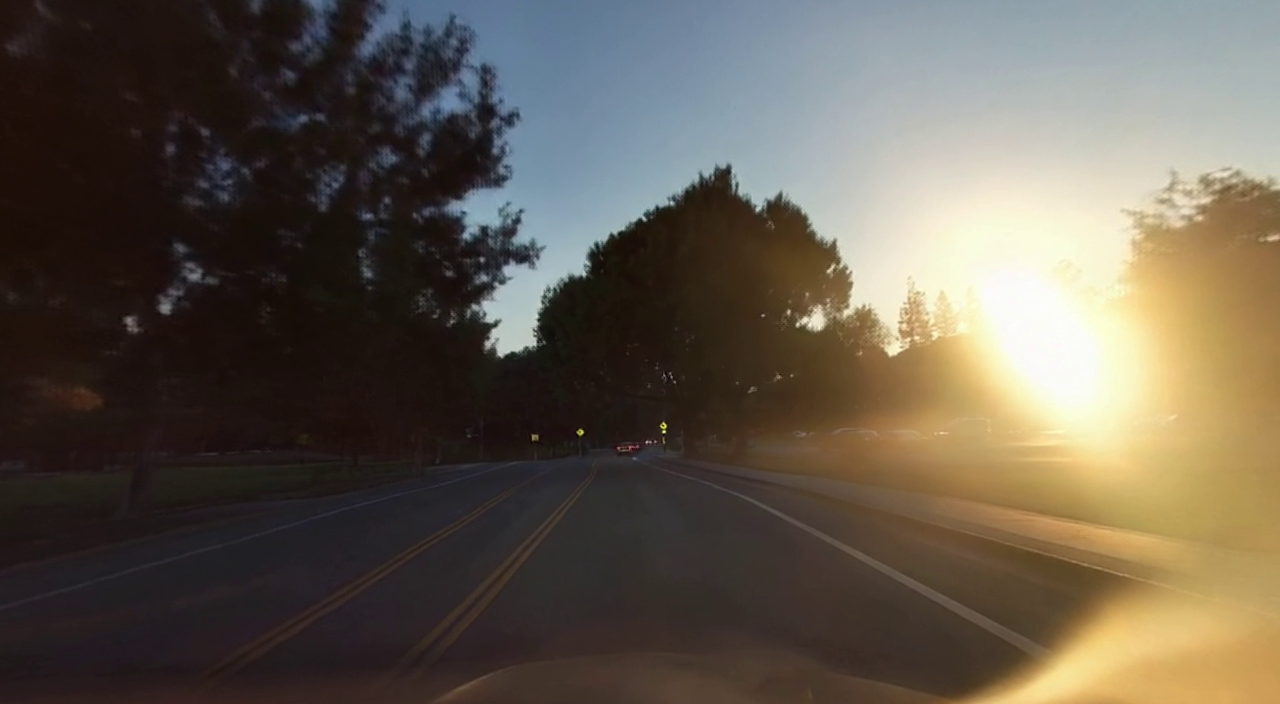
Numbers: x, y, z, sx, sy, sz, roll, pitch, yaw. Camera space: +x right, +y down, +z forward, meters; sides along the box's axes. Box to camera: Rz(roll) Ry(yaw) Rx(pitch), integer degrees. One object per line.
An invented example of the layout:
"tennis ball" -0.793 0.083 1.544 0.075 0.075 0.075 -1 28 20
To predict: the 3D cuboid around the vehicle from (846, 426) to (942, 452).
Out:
"vehicle" 14.789 5.094 36.831 4.744 1.476 1.926 0 -8 -5
